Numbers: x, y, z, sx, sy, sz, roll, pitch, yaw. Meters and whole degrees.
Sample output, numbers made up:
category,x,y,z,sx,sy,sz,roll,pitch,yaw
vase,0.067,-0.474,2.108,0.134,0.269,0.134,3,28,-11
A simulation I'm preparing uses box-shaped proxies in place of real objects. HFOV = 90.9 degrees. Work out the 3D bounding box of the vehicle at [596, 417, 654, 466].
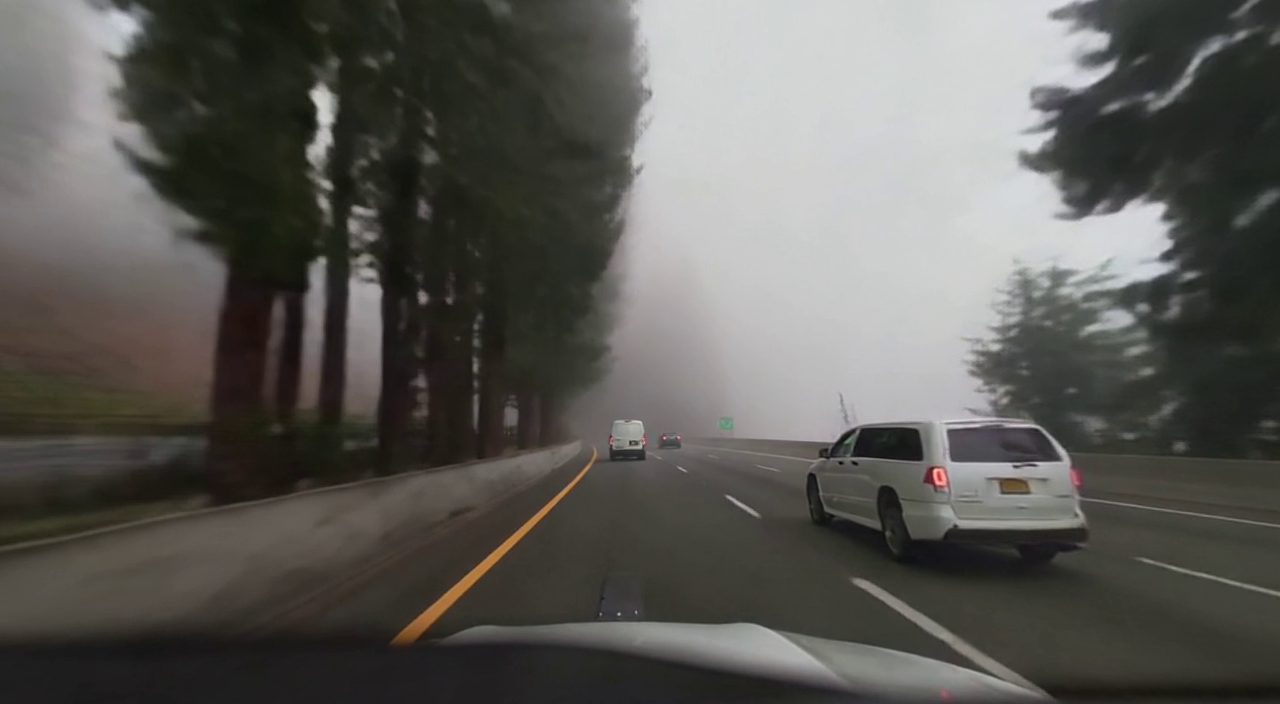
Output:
category,x,y,z,sx,sy,sz,roll,pitch,yaw
vehicle,-0.719,3.972,28.152,2.403,1.994,4.683,0,-8,-3

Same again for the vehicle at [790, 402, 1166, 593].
category,x,y,z,sx,sy,sz,roll,pitch,yaw
vehicle,3.366,1.502,7.417,2.078,1.600,4.012,0,-8,-2
